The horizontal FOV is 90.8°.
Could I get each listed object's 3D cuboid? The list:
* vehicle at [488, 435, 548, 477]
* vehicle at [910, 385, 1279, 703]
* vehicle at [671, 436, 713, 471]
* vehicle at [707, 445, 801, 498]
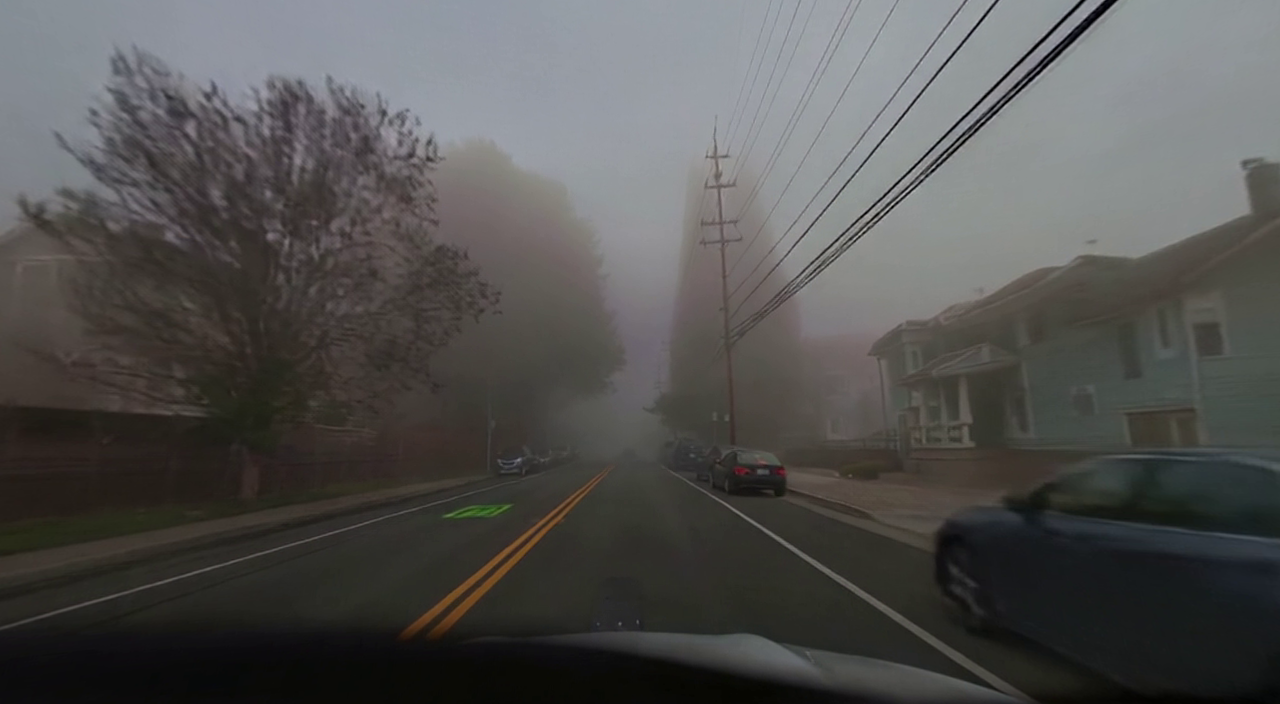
[{"bbox_3d":[-6.821,5.829,35.951,2.451,2.099,5.112,-1,-7,0],"label":"vehicle"},{"bbox_3d":[3.455,0.999,3.065,2.024,1.554,4.867,0,-8,-1],"label":"vehicle"},{"bbox_3d":[3.093,6.187,38.622,2.065,1.953,5.359,0,-8,-1],"label":"vehicle"},{"bbox_3d":[3.298,3.546,19.215,1.967,1.382,4.361,0,-8,-1],"label":"vehicle"}]
